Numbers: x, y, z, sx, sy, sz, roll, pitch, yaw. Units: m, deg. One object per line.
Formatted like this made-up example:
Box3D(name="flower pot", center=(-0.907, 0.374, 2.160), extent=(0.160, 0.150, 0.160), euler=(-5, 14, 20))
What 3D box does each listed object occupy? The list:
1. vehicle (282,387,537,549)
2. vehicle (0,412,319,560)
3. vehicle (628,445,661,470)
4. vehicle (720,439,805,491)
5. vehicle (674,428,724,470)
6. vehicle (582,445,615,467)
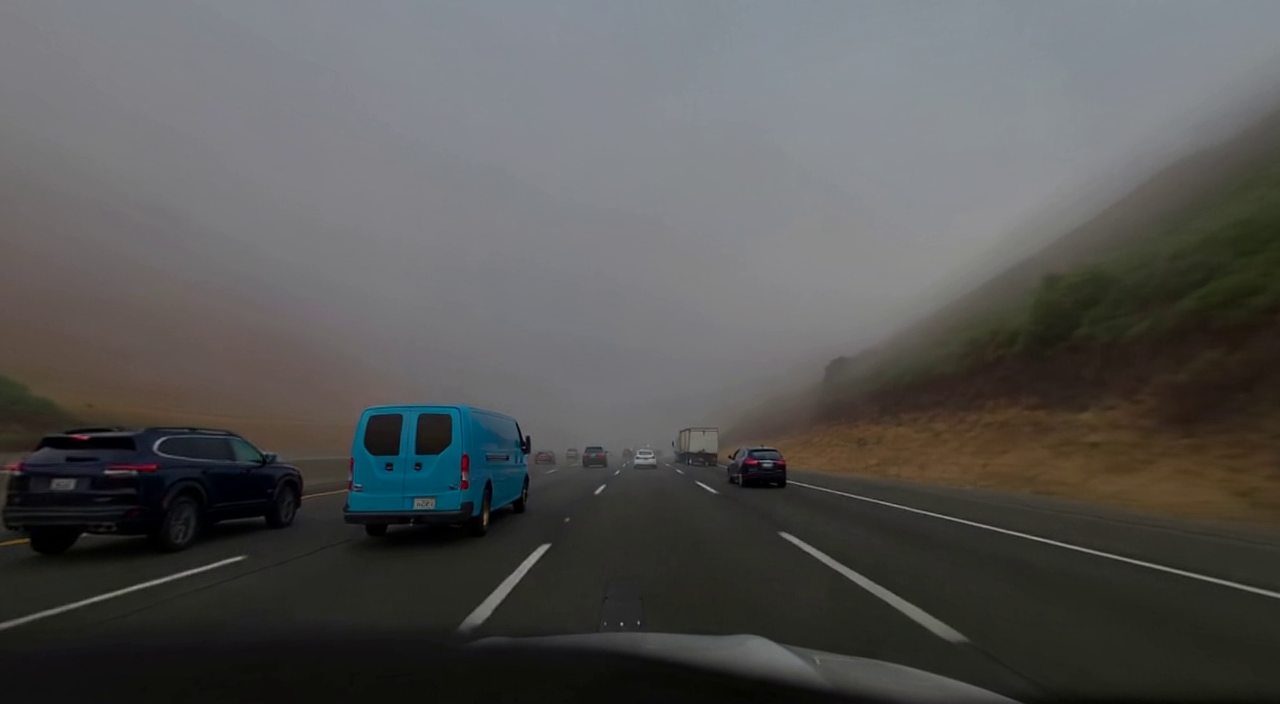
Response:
Box3D(name="vehicle", center=(-3.626, 2.026, 11.567), extent=(2.421, 2.203, 5.775), euler=(0, -9, 1))
Box3D(name="vehicle", center=(-7.411, 1.960, 9.925), extent=(2.054, 1.715, 4.928), euler=(0, -9, 0))
Box3D(name="vehicle", center=(0.299, 6.864, 41.246), extent=(2.014, 1.543, 3.804), euler=(0, -9, 0))
Box3D(name="vehicle", center=(4.086, 3.848, 21.776), extent=(2.051, 1.598, 4.145), euler=(0, -9, -1))
Box3D(name="vehicle", center=(4.096, 6.991, 45.207), extent=(2.877, 2.730, 7.831), euler=(0, -9, 0))
Box3D(name="vehicle", center=(-3.101, 7.911, 48.162), extent=(2.138, 1.581, 4.340), euler=(0, -9, 1))
